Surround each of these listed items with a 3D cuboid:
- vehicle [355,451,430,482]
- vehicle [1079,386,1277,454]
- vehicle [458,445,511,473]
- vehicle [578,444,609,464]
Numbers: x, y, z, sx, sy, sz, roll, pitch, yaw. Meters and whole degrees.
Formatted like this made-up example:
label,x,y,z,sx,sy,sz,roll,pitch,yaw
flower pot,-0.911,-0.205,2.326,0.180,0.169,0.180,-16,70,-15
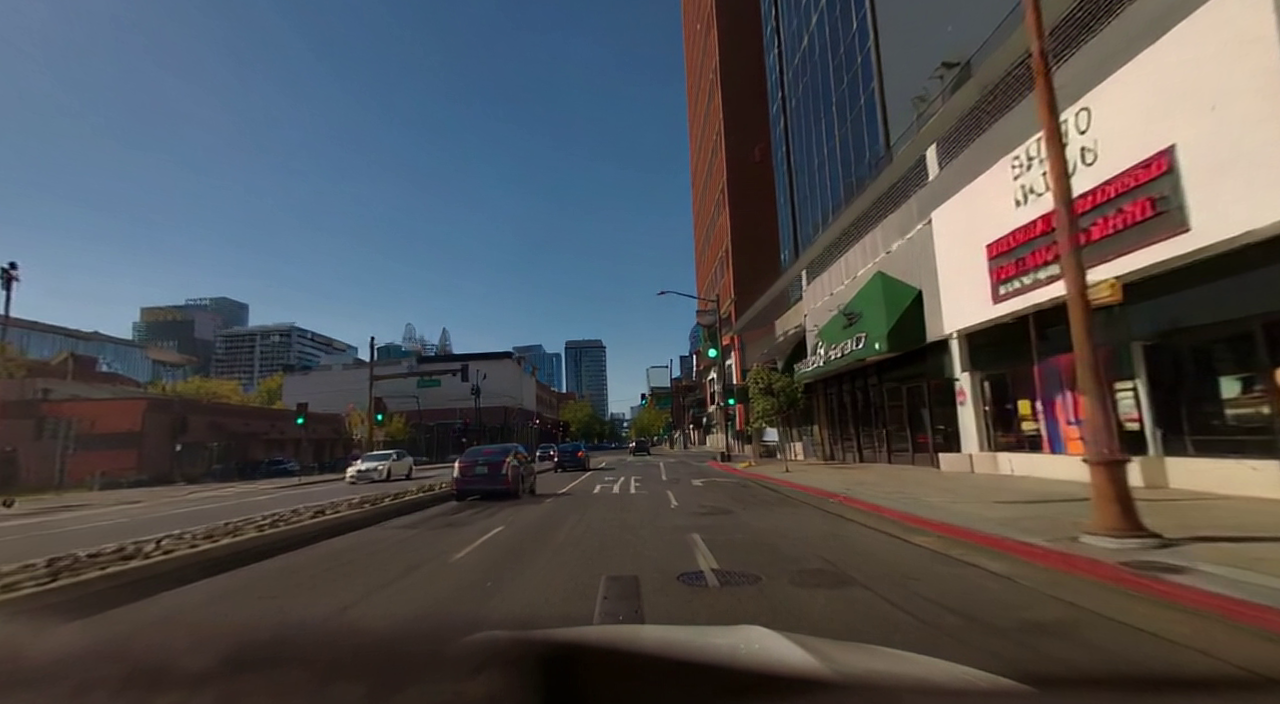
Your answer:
label,x,y,z,sx,sy,sz,roll,pitch,yaw
vehicle,-12.820,5.937,33.105,1.949,1.481,4.746,0,-9,1
vehicle,15.145,2.067,18.264,1.958,1.677,4.860,-1,-9,8
vehicle,-9.483,6.551,38.817,2.010,1.615,4.536,0,-9,1
vehicle,-3.539,7.804,48.449,1.962,1.420,4.021,0,-9,1
